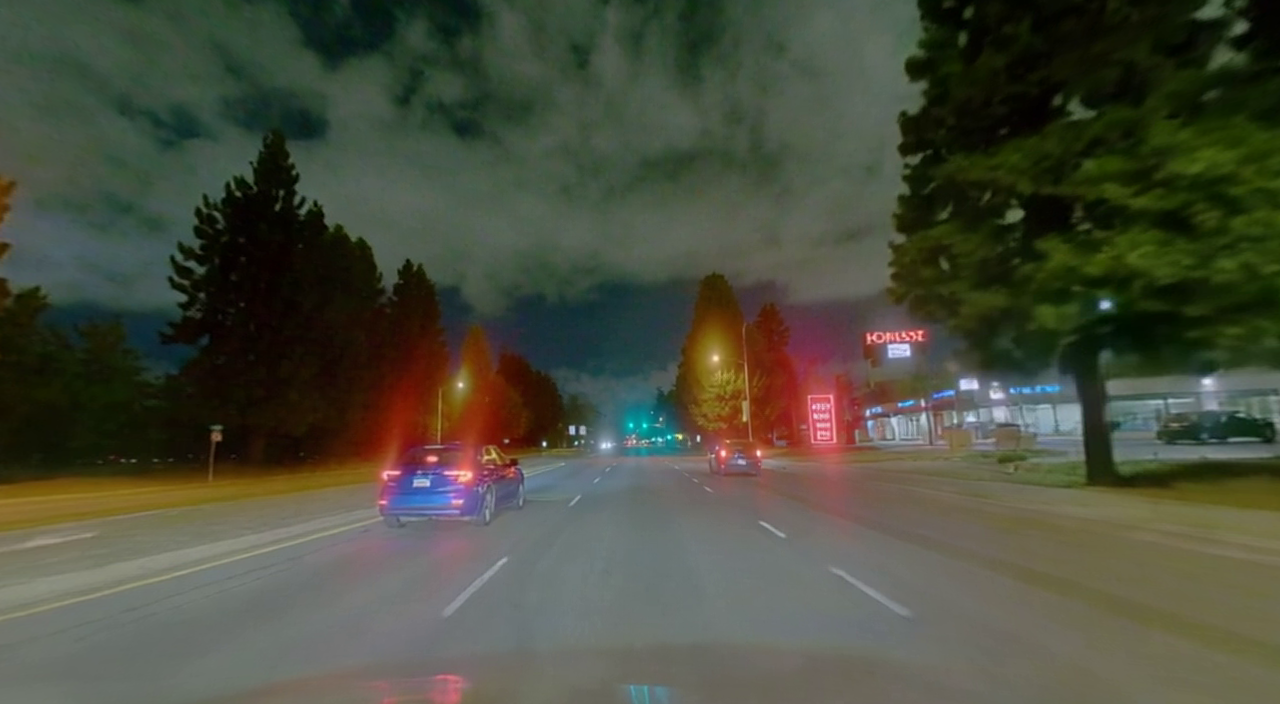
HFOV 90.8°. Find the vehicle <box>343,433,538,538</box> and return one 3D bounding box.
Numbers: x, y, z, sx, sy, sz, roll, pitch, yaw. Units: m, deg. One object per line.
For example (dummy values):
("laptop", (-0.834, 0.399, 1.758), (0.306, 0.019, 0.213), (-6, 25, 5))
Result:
("vehicle", (-3.168, 2.201, 11.129), (2.017, 1.470, 4.293), (0, -8, 0))

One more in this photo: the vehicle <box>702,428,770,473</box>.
("vehicle", (4.602, 4.870, 31.387), (2.476, 2.016, 5.586), (0, -8, 0))
